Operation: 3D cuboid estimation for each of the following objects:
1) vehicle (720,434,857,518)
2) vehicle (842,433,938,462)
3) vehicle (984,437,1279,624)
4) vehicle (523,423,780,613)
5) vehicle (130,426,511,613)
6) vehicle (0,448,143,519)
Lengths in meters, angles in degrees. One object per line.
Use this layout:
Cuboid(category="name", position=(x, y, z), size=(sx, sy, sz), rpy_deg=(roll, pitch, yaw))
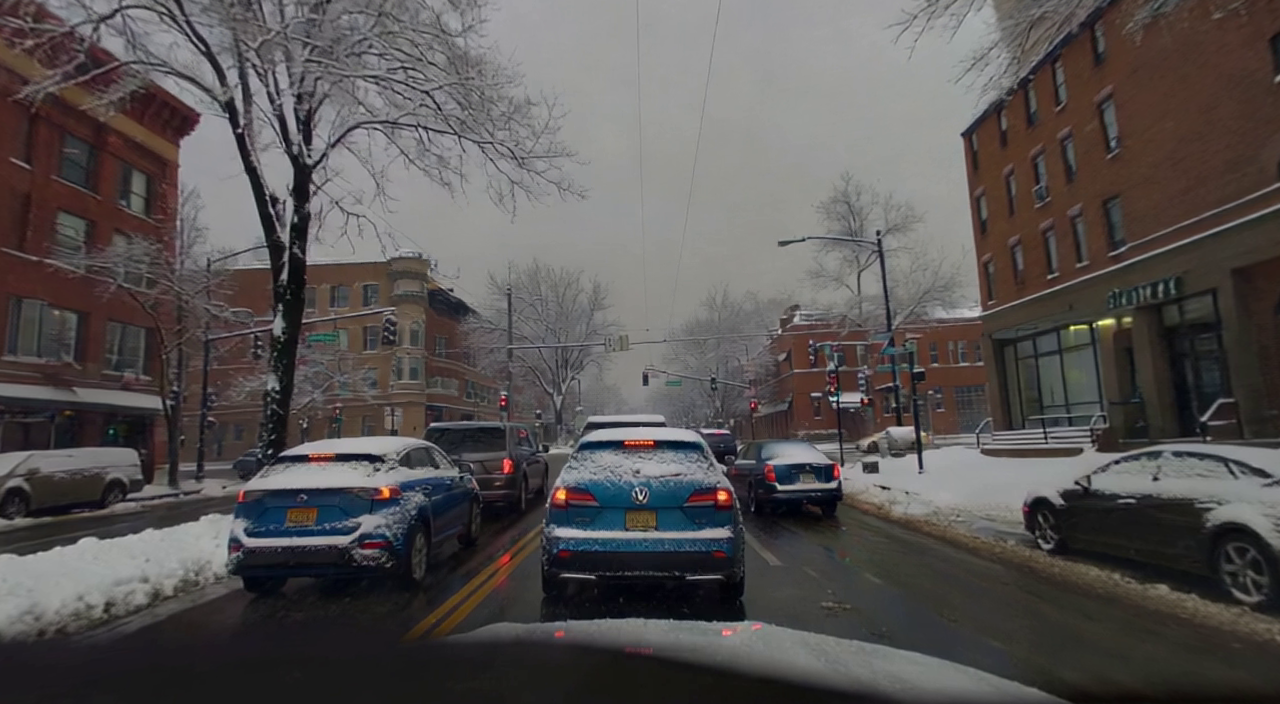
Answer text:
Cuboid(category="vehicle", position=(3.009, 2.610, 13.735), size=(2.018, 1.529, 3.880), rpy_deg=(0, -9, 0))
Cuboid(category="vehicle", position=(16.375, 6.270, 41.517), size=(5.345, 1.811, 2.175), rpy_deg=(0, -9, -1))
Cuboid(category="vehicle", position=(5.975, 1.692, 6.875), size=(1.873, 1.453, 4.579), rpy_deg=(0, -9, 0))
Cuboid(category="vehicle", position=(0.093, 1.588, 6.834), size=(2.022, 1.481, 3.564), rpy_deg=(0, -9, 0))
Cuboid(category="vehicle", position=(-3.003, 1.665, 7.180), size=(2.131, 1.486, 4.089), rpy_deg=(0, -9, 1))
Cuboid(category="vehicle", position=(-16.226, 3.446, 17.014), size=(1.914, 1.690, 4.461), rpy_deg=(0, -9, 1))
